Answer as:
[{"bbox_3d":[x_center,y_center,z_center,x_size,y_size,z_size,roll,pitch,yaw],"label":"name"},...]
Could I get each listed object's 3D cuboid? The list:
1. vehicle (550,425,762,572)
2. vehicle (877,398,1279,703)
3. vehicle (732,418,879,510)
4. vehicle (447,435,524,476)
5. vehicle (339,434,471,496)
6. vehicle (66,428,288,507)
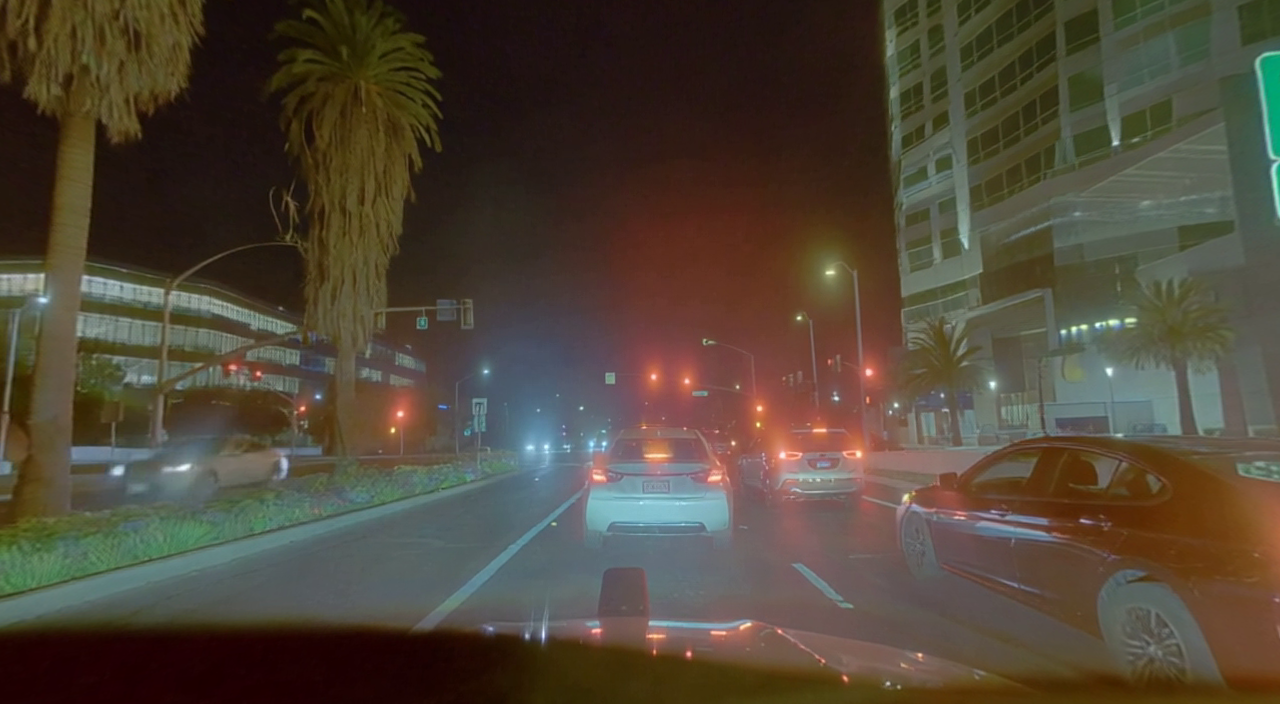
[{"bbox_3d":[0.174,1.786,8.463,2.140,1.474,4.026,0,-8,0],"label":"vehicle"},{"bbox_3d":[3.535,1.223,4.477,1.910,1.490,4.661,0,-8,0],"label":"vehicle"},{"bbox_3d":[3.495,2.463,14.303,2.169,1.751,4.276,0,-8,0],"label":"vehicle"},{"bbox_3d":[-6.043,4.096,25.215,1.822,1.456,4.396,-1,-8,2],"label":"vehicle"},{"bbox_3d":[-6.256,3.045,17.386,1.900,1.487,4.165,0,-8,2],"label":"vehicle"},{"bbox_3d":[-11.271,2.833,15.910,2.034,1.680,4.543,0,-8,2],"label":"vehicle"}]
